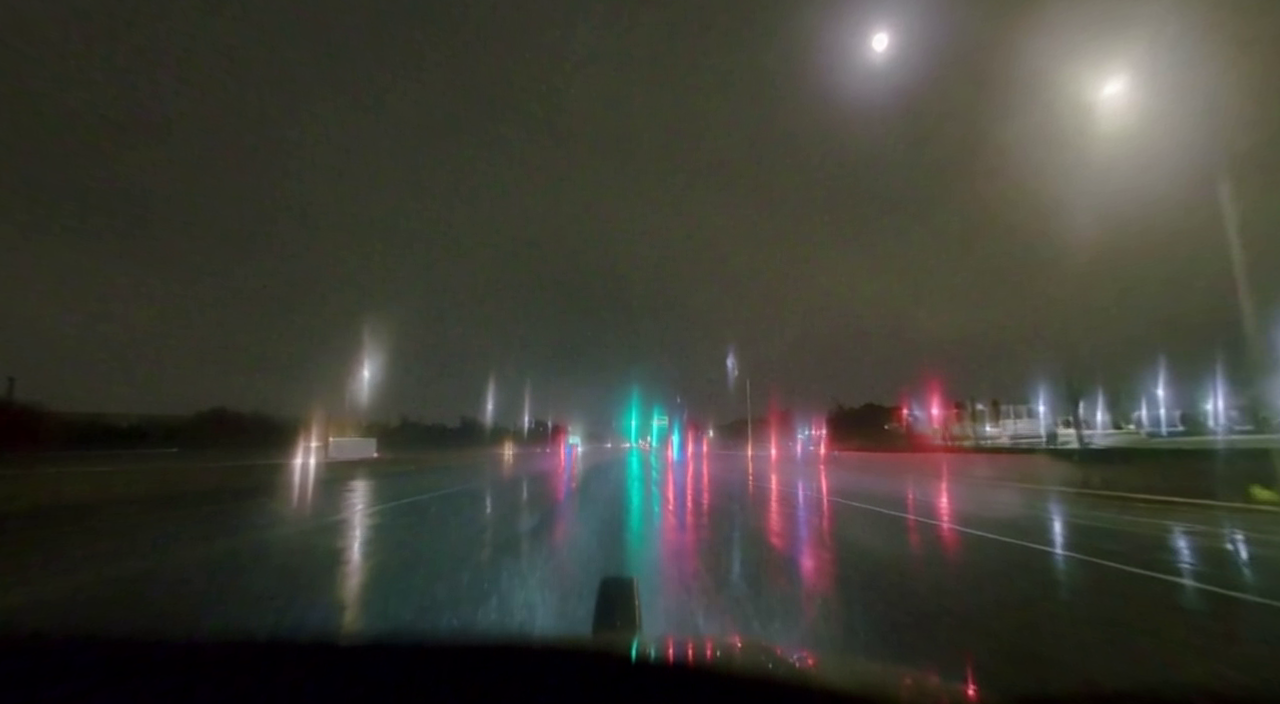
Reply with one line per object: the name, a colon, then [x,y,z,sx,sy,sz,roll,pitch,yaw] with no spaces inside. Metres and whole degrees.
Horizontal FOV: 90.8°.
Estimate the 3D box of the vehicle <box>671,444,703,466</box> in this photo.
vehicle: [3.395,7.493,46.285,2.000,1.533,3.770,0,-8,-1]
